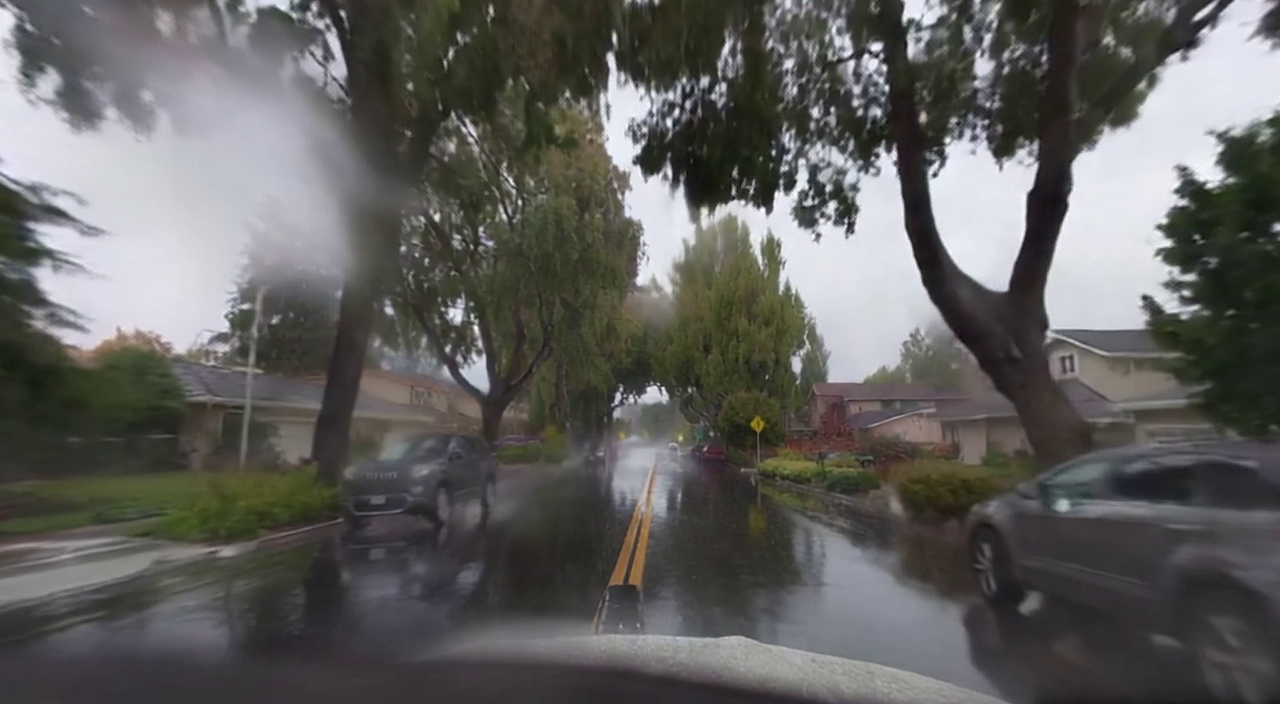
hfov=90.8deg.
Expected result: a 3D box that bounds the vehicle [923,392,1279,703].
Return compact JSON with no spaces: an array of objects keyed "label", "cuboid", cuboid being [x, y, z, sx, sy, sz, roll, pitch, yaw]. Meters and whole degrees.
[{"label":"vehicle","cuboid":[4.015,1.255,4.407,2.115,1.673,4.236,0,-8,1]}]

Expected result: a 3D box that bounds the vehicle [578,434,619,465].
[{"label":"vehicle","cuboid":[-2.834,6.850,44.320,2.155,1.907,5.100,-4,-9,3]}]

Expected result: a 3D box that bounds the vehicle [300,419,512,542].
[{"label":"vehicle","cuboid":[-4.090,2.282,12.060,2.093,1.810,4.555,-2,-8,3]}]

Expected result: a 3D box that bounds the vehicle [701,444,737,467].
[{"label":"vehicle","cuboid":[5.554,7.340,45.123,2.047,1.532,4.350,0,-8,0]}]
